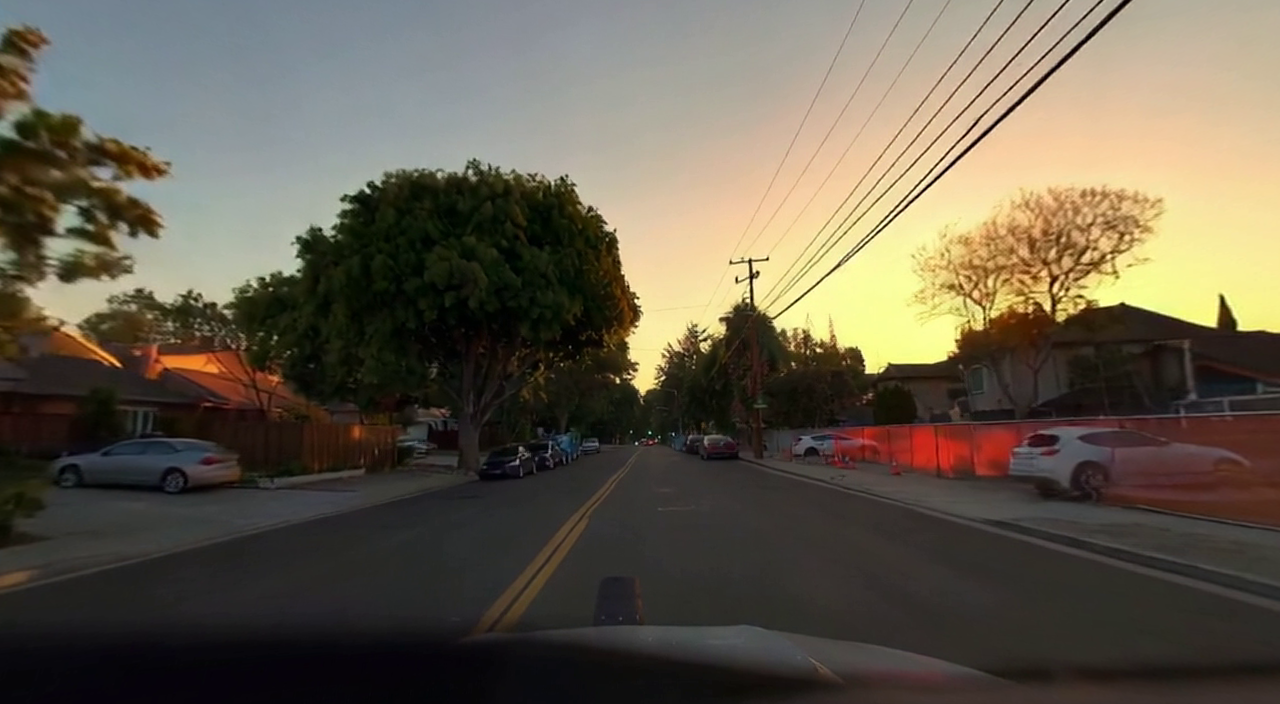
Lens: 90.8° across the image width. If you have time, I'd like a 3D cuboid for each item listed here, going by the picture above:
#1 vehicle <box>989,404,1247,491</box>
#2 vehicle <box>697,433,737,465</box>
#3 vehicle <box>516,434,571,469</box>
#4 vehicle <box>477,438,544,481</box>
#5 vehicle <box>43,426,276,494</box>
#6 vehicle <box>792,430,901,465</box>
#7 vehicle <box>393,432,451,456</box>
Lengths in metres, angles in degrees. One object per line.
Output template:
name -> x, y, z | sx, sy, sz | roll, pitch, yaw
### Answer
vehicle -> 11.174, 2.270, 15.065 | 4.399, 1.884, 2.071 | 0, -9, -1
vehicle -> 4.788, 6.114, 39.998 | 2.134, 1.863, 4.455 | 0, -8, 2
vehicle -> -5.438, 5.757, 36.277 | 2.158, 1.837, 4.659 | -1, -10, 3
vehicle -> -5.843, 4.846, 28.952 | 1.771, 1.512, 4.281 | 5, -6, 4
vehicle -> -13.089, 2.947, 17.457 | 4.752, 1.734, 1.998 | 0, -8, 1
vehicle -> 10.618, 4.932, 32.778 | 4.920, 1.759, 1.998 | 0, -8, -2
vehicle -> -15.776, 6.687, 45.873 | 3.634, 1.520, 1.656 | -3, -8, 0
